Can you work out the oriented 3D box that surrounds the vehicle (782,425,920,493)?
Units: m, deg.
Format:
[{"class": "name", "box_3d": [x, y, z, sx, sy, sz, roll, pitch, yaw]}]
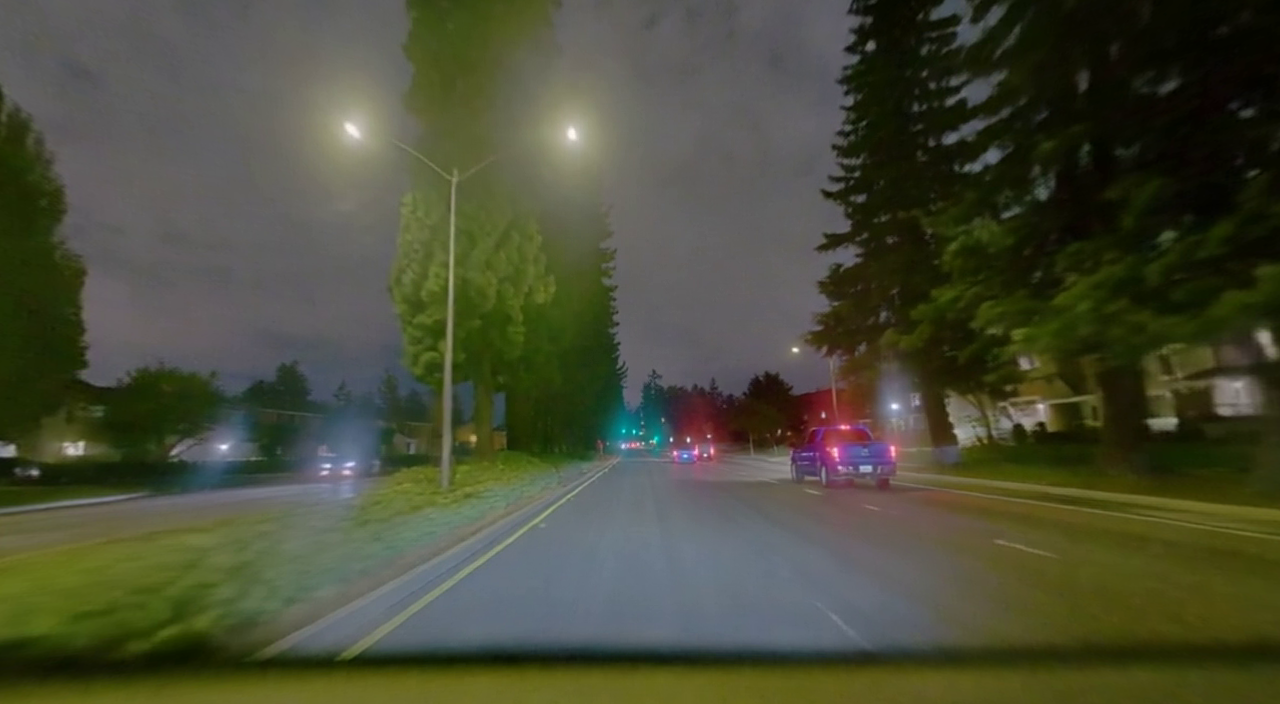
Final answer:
[{"class": "vehicle", "box_3d": [6.210, 3.251, 19.504, 2.262, 1.769, 5.666, 0, -8, -1]}]

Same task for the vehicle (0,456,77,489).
[{"class": "vehicle", "box_3d": [-38.040, 7.452, 39.117, 4.138, 1.865, 1.998, 0, -8, -1]}]

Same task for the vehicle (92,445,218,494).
[{"class": "vehicle", "box_3d": [-23.134, 5.521, 30.068, 5.541, 2.074, 2.416, -4, -9, 26]}]

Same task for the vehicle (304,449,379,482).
[{"class": "vehicle", "box_3d": [-14.213, 5.416, 30.306, 1.803, 1.438, 4.538, 1, -9, -6]}]
